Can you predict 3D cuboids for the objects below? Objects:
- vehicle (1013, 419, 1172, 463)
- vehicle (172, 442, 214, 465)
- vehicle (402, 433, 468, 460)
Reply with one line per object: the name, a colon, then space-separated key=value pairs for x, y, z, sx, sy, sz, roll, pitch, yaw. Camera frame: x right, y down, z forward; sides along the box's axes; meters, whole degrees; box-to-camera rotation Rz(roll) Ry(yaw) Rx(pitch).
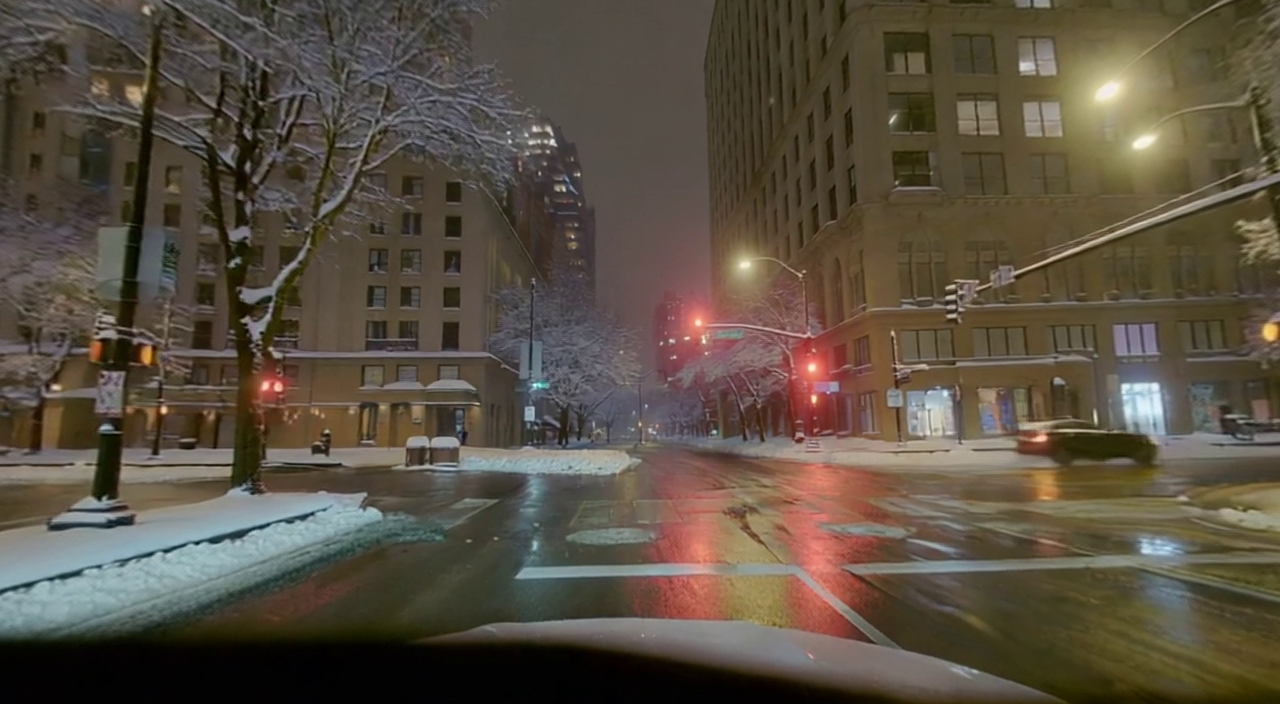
vehicle: x=16.158 y=3.199 z=22.681 sx=4.482 sy=1.492 sz=1.805 roll=1 pitch=-9 yaw=-7
vehicle: x=-35.060 y=7.944 z=49.650 sx=2.084 sy=1.750 sz=4.426 roll=4 pitch=-9 yaw=-28
vehicle: x=-12.389 y=5.770 z=38.567 sx=1.964 sy=1.476 sz=4.593 roll=-2 pitch=-9 yaw=8
